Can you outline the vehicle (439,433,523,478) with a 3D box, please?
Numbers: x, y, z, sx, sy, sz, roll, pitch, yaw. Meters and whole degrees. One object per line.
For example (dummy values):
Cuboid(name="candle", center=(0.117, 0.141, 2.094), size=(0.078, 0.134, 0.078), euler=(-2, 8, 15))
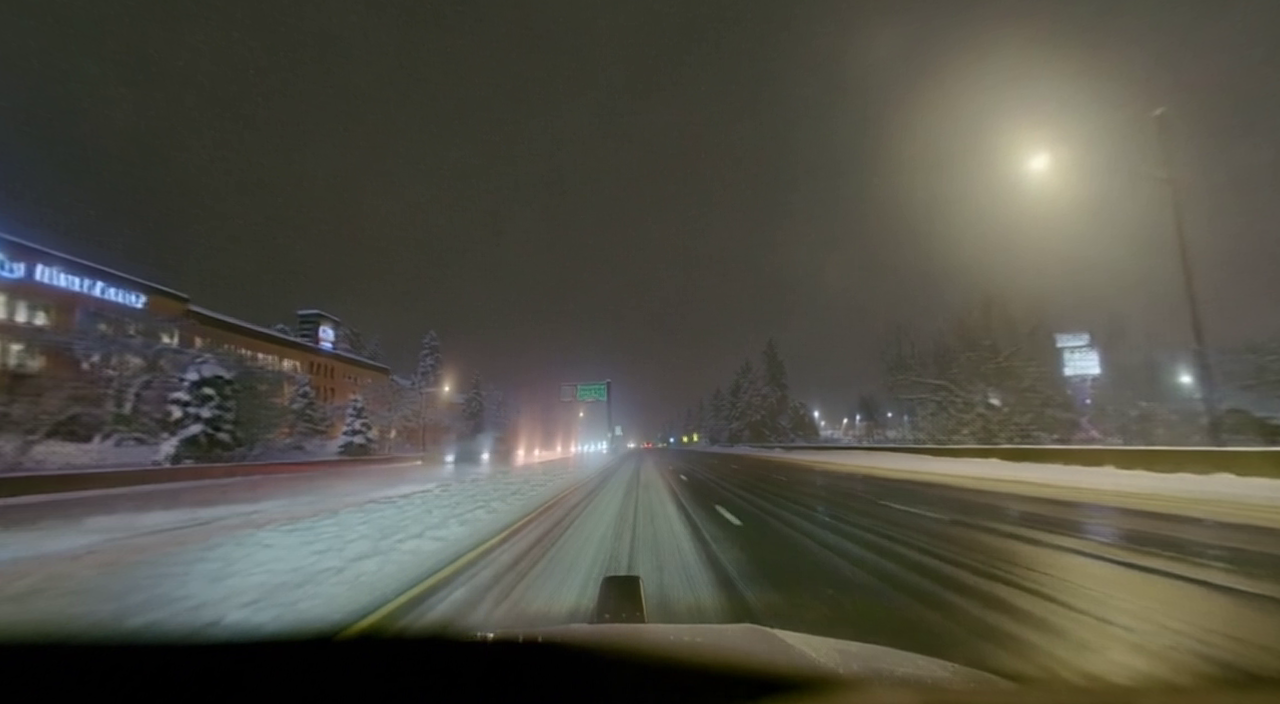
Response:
Cuboid(name="vehicle", center=(-7.166, 4.747, 29.159), size=(2.266, 1.823, 5.768), euler=(0, -8, 1))
